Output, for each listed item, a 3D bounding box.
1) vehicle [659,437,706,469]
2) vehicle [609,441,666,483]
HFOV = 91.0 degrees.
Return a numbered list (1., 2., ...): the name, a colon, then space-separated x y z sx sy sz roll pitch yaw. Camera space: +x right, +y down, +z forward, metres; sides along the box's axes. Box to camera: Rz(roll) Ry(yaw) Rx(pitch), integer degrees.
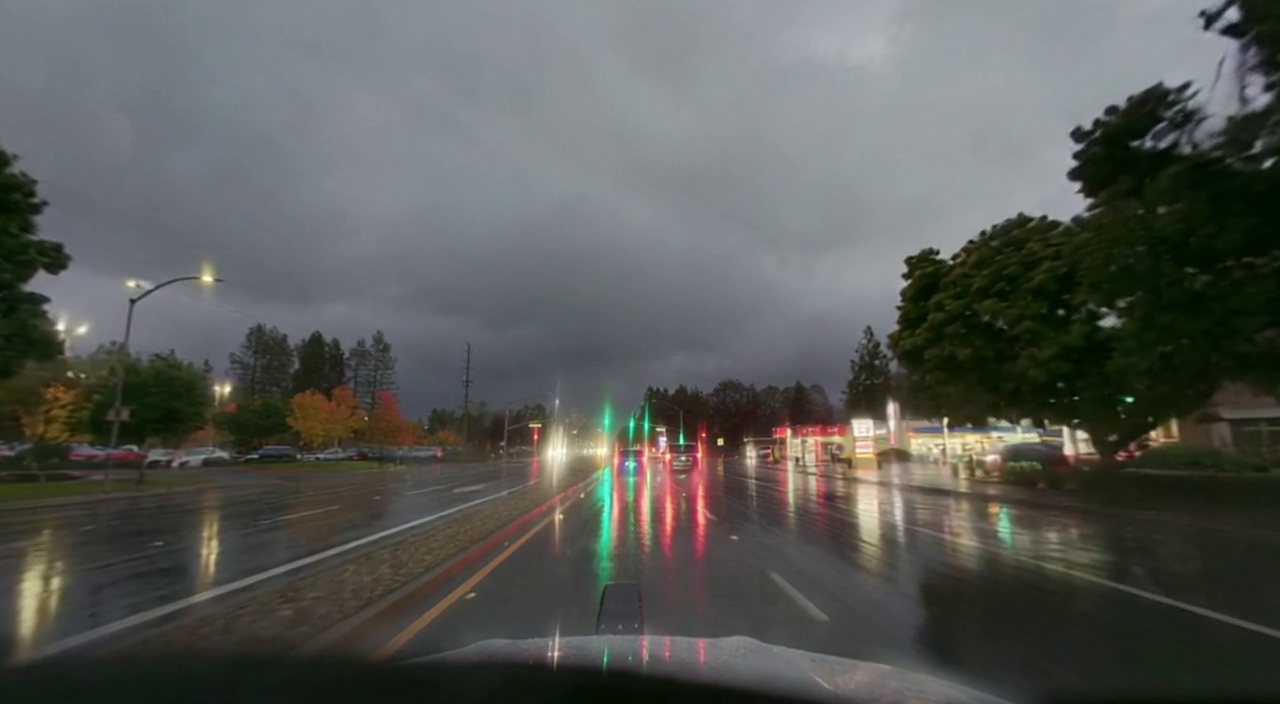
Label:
1. vehicle: 2.887 7.084 44.280 2.731 2.101 6.047 1 -9 -2
2. vehicle: -0.123 4.419 25.547 2.145 1.572 4.021 0 -9 -1
